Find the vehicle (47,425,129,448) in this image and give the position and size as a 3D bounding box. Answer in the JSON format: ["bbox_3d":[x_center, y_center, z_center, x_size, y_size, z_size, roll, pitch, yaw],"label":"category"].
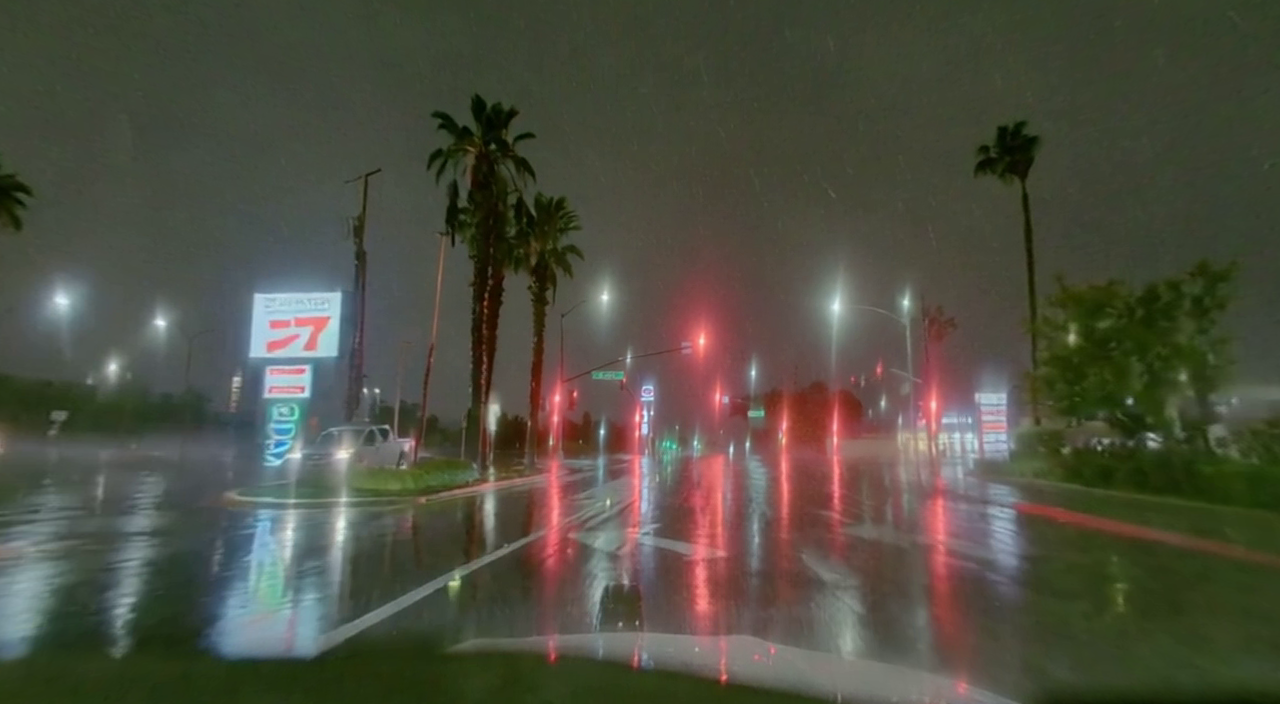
[{"bbox_3d":[-39.130,5.987,44.820,4.089,1.517,2.014,0,-8,7],"label":"vehicle"}]

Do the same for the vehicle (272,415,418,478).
[{"bbox_3d":[-9.504,3.105,20.908,2.109,1.816,4.670,0,-8,7],"label":"vehicle"}]
